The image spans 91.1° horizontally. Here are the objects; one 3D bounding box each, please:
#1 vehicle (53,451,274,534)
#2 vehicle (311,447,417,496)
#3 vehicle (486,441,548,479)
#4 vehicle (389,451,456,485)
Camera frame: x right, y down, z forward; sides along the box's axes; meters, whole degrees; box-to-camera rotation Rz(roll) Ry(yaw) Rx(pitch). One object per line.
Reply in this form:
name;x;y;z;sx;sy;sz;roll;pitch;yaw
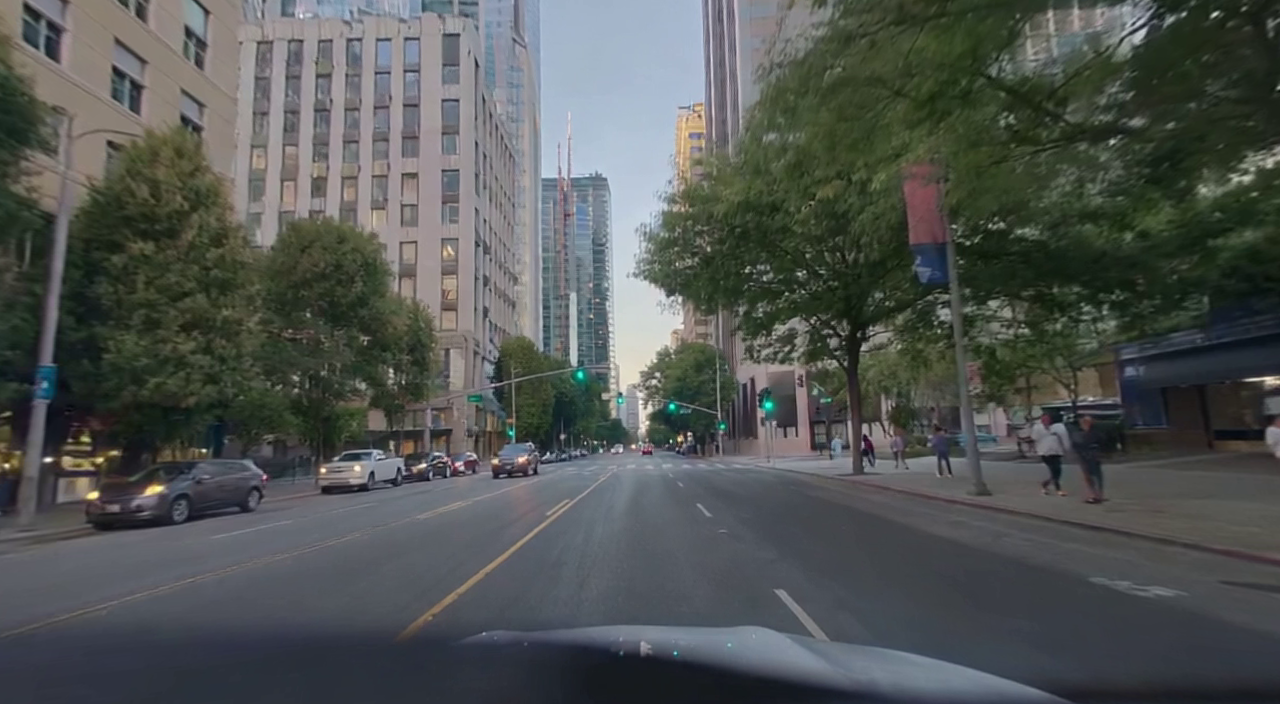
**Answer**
vehicle;-12.318;3.602;16.802;2.075;1.809;4.804;0;-8;0
vehicle;-12.178;5.266;28.260;2.126;1.963;5.547;0;-8;1
vehicle;-6.001;5.307;31.180;2.128;1.704;4.343;0;-8;1
vehicle;-11.960;6.365;34.843;1.898;1.724;4.445;-1;-8;4
